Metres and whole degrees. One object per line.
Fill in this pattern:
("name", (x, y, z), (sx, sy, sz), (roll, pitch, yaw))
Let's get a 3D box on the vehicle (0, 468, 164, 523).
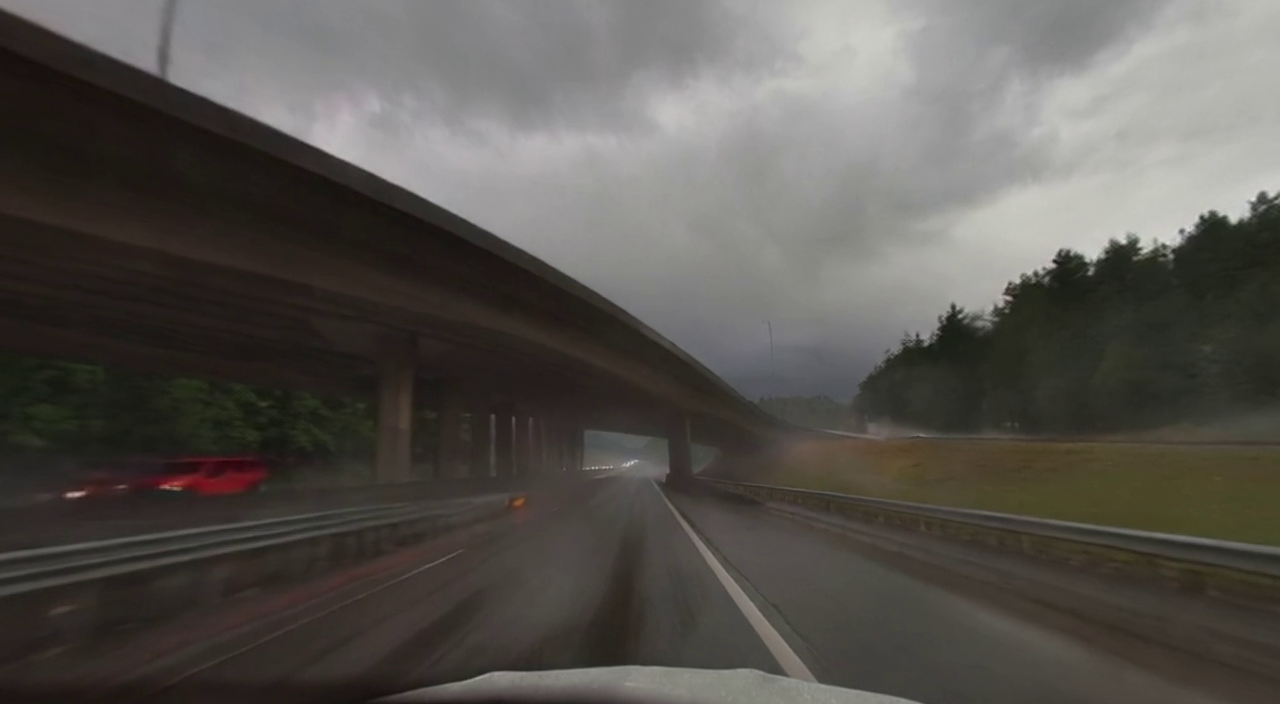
("vehicle", (-17.142, 4.283, 19.206), (1.877, 1.446, 4.240), (1, -11, 0))
